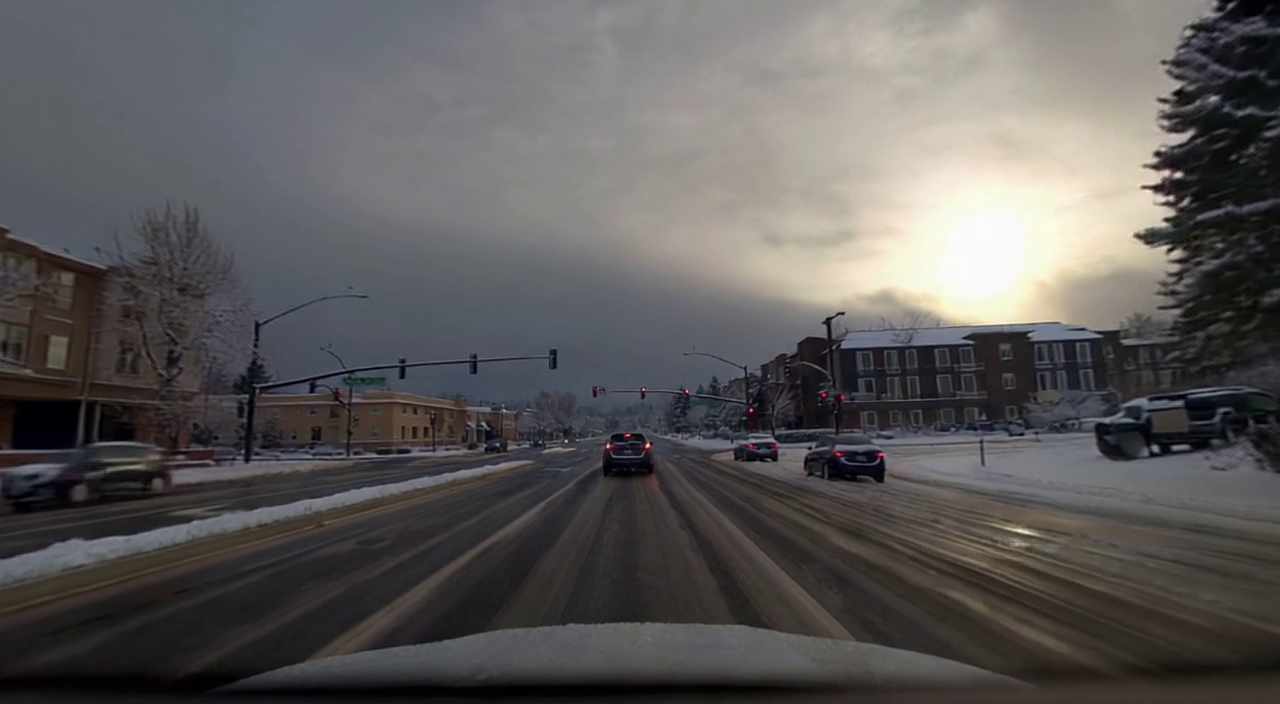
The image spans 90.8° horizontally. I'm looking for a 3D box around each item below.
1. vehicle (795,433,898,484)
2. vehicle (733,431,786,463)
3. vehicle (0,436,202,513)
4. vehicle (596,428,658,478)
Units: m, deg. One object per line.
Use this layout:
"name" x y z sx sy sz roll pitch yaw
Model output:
"vehicle" 6.346 3.325 19.950 1.768 1.417 4.213 0 -9 -1
"vehicle" 6.343 5.128 33.994 1.963 1.611 4.359 0 -9 -1
"vehicle" -14.024 3.083 16.422 1.858 1.686 4.330 -1 -9 5
"vehicle" -0.424 3.583 22.513 2.032 1.593 3.896 0 -9 0
